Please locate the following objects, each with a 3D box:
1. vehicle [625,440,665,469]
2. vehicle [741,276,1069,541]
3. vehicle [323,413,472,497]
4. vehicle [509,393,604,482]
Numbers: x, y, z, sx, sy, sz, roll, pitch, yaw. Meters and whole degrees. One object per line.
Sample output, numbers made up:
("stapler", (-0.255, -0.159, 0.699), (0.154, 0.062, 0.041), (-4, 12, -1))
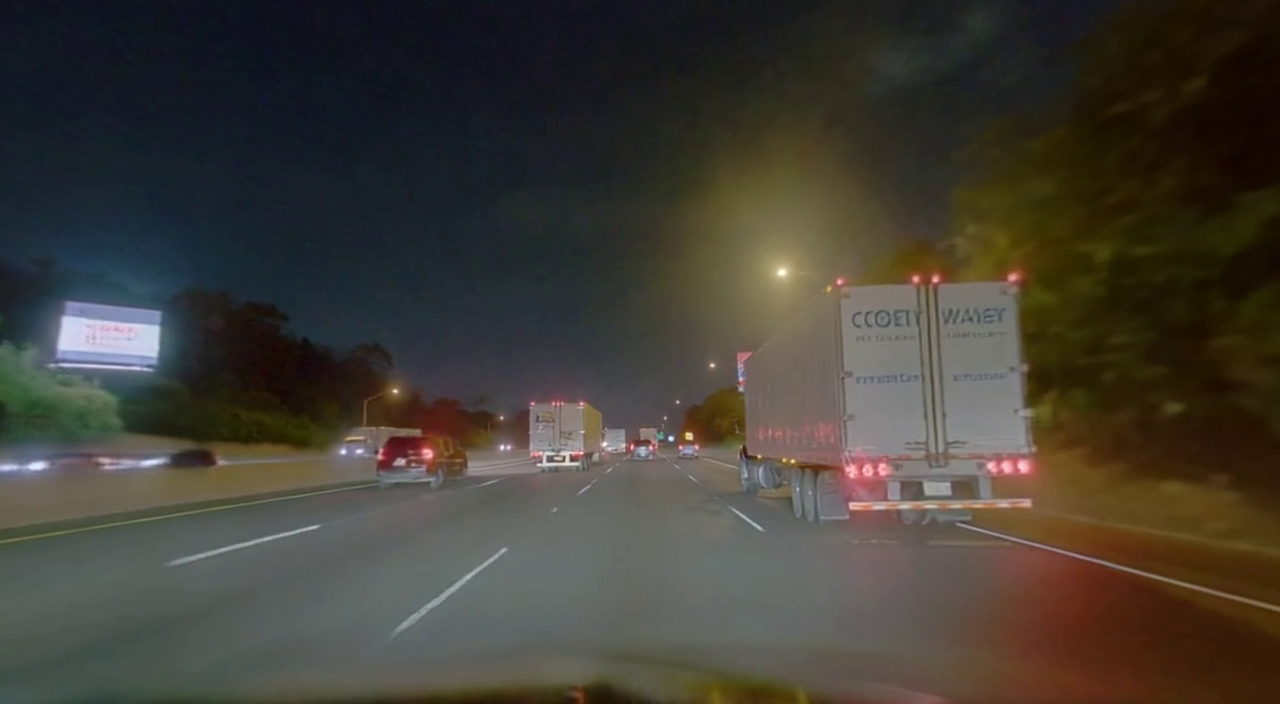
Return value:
("vehicle", (0.270, 5.705, 35.248), (2.105, 1.502, 4.068), (0, -9, 0))
("vehicle", (4.027, 1.260, 12.084), (2.895, 3.484, 7.631), (0, -9, 0))
("vehicle", (-7.129, 3.120, 19.443), (2.322, 2.195, 5.556), (0, -9, 0))
("vehicle", (-3.208, 3.636, 26.464), (2.745, 3.156, 7.608), (0, -9, 2))
